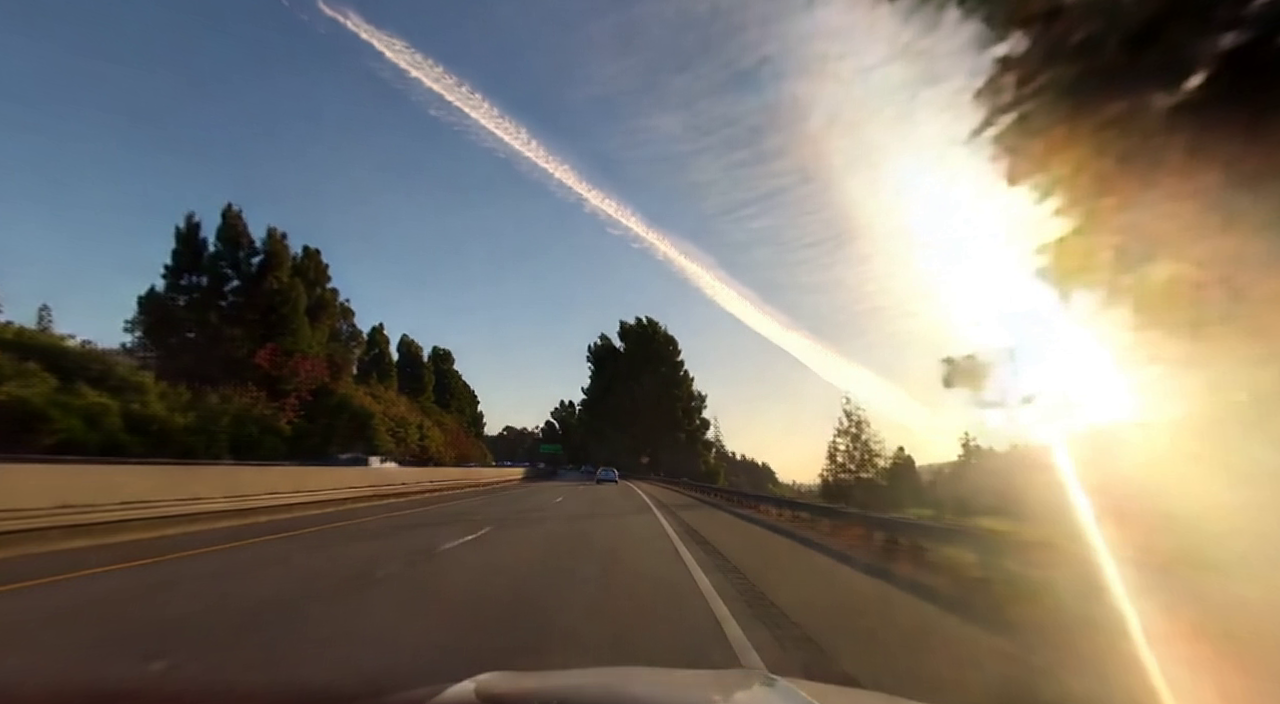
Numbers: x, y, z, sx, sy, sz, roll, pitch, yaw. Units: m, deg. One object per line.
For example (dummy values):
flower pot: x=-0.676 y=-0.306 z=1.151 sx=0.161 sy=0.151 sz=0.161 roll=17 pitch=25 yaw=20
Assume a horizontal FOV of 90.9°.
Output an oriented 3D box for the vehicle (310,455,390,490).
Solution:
vehicle: x=-14.338 y=6.018 z=31.485 sx=1.931 sy=1.540 sz=4.465 roll=1 pitch=-11 yaw=-1
